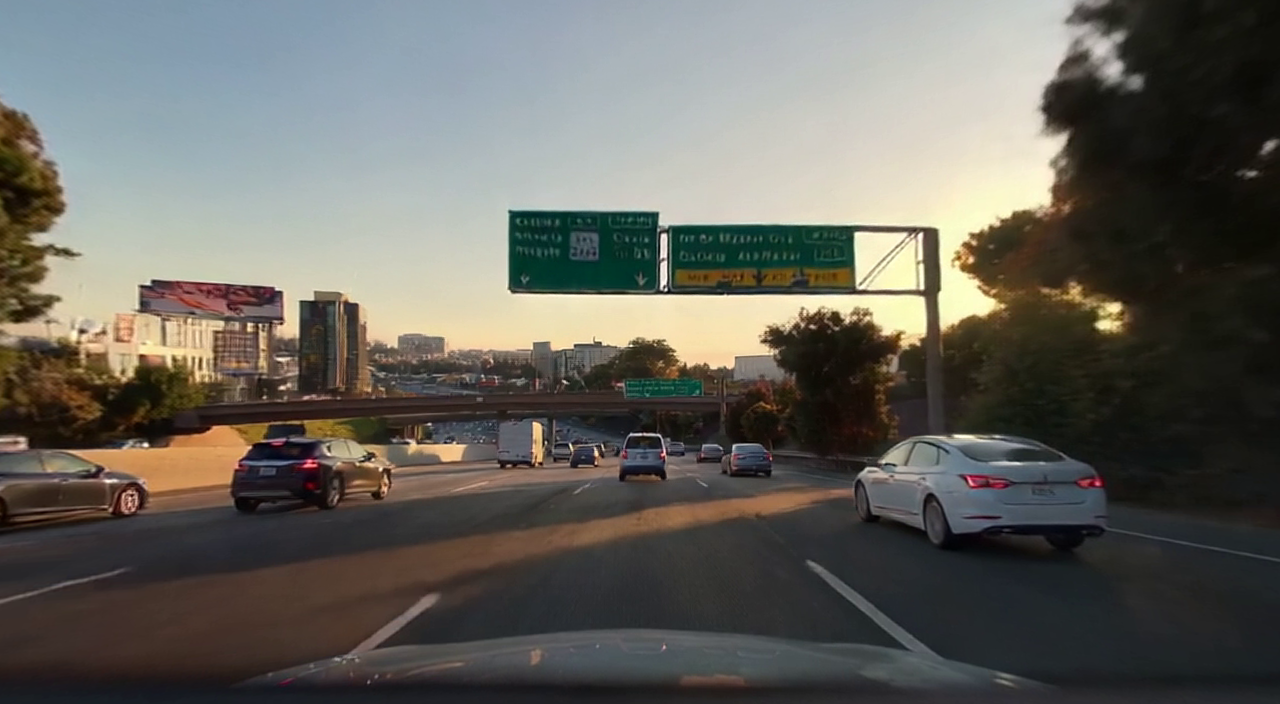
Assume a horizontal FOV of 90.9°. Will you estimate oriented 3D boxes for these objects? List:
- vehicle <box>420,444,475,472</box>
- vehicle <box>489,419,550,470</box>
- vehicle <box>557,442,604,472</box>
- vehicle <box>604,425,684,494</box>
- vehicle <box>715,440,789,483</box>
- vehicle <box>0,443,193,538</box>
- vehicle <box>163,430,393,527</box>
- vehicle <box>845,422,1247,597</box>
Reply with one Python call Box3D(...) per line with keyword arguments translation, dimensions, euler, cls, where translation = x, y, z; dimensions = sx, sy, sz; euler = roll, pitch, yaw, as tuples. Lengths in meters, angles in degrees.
Box3D(translation=(-10.997, 6.074, 36.282), dimensions=(1.923, 1.480, 3.905), euler=(0, -8, 0), cls="vehicle")
Box3D(translation=(-7.199, 5.624, 38.477), dimensions=(2.358, 2.817, 7.055), euler=(0, -8, 0), cls="vehicle")
Box3D(translation=(-3.247, 5.805, 35.179), dimensions=(2.079, 1.499, 4.512), euler=(0, -8, 1), cls="vehicle")
Box3D(translation=(0.119, 3.310, 19.836), dimensions=(2.209, 1.863, 4.626), euler=(0, -8, 1), cls="vehicle")
Box3D(translation=(4.152, 4.118, 24.168), dimensions=(1.942, 1.487, 4.518), euler=(0, -8, -1), cls="vehicle")
Box3D(translation=(-10.894, 2.413, 11.567), dimensions=(1.970, 1.441, 4.555), euler=(0, -8, 1), cls="vehicle")
Box3D(translation=(-7.021, 2.461, 12.958), dimensions=(2.021, 1.632, 4.417), euler=(0, -8, 1), cls="vehicle")
Box3D(translation=(4.262, 1.684, 7.779), dimensions=(1.915, 1.482, 4.537), euler=(0, -8, 0), cls="vehicle")
